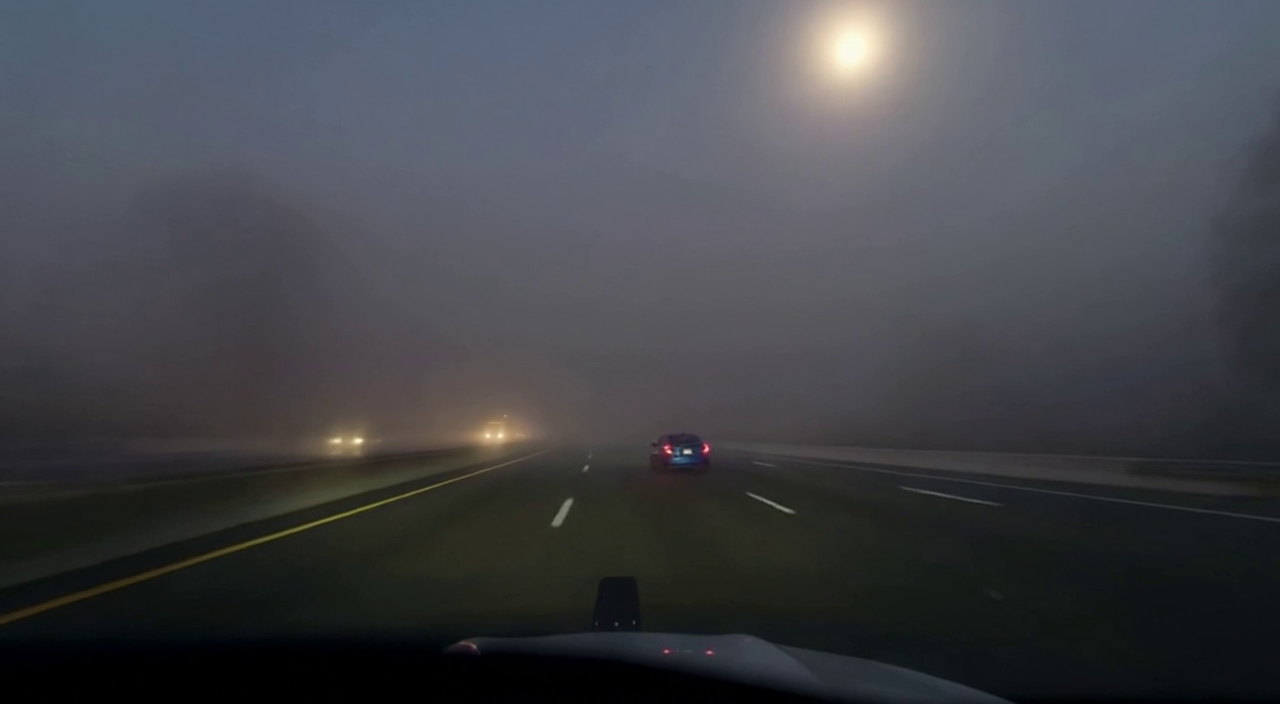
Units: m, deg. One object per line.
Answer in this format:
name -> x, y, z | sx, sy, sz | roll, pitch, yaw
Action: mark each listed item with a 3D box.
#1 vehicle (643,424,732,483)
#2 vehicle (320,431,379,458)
vehicle -> 1.310, 3.043, 19.322 | 1.997, 1.589, 4.179 | 0, -8, -6
vehicle -> -16.825, 5.340, 36.689 | 1.728, 1.454, 4.057 | 0, -8, -4
